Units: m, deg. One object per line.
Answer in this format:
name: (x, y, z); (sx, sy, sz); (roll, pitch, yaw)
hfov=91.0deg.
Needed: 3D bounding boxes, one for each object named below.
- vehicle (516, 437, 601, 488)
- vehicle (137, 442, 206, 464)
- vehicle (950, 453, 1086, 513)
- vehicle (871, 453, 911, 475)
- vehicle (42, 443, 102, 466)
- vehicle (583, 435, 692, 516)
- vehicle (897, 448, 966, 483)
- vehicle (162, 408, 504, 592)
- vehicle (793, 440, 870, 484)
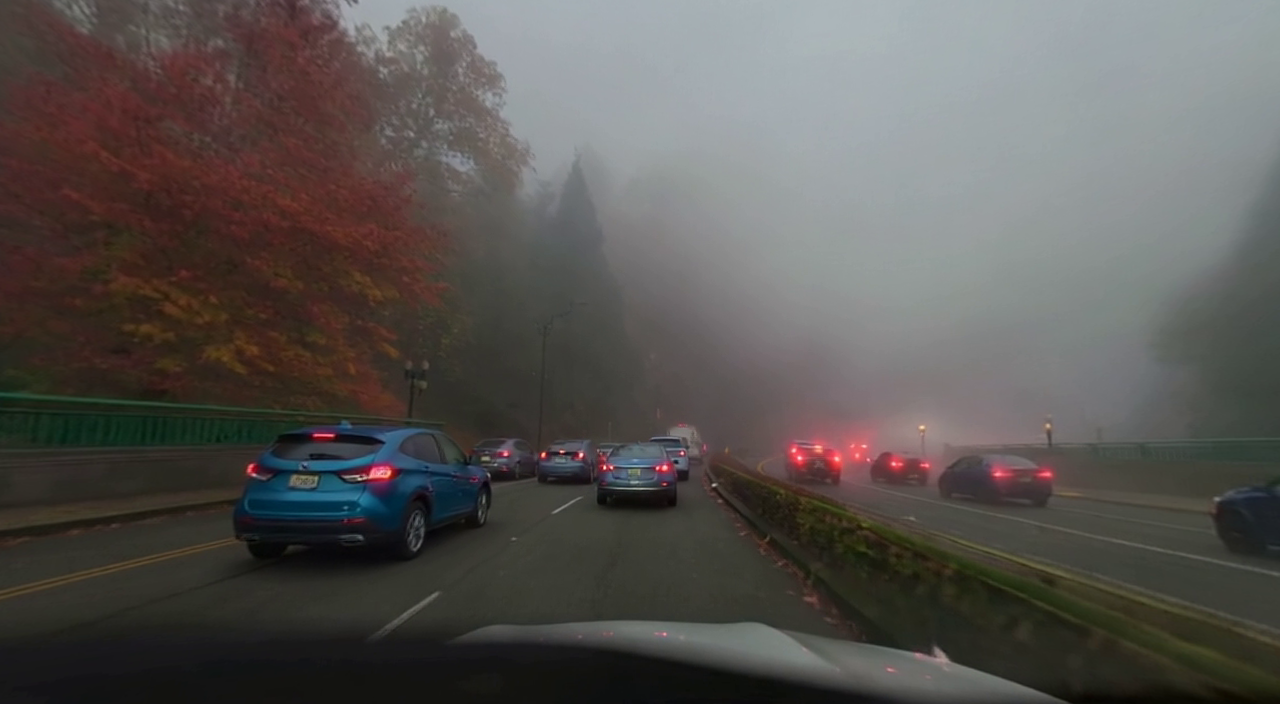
vehicle: (-2.715, 3.813, 22.075); (1.974, 1.549, 4.603); (0, -8, 5)
vehicle: (-36.493, 7.851, 49.049); (4.051, 1.616, 1.889); (-1, -8, 8)
vehicle: (10.875, 3.754, 18.480); (1.749, 1.481, 3.808); (0, -9, 2)
vehicle: (18.146, 8.091, 45.710); (1.828, 1.479, 4.391); (-1, -9, 10)
vehicle: (-40.018, 7.180, 44.337); (3.667, 1.465, 1.735); (-4, -5, 24)
vehicle: (0.077, 2.689, 14.278); (2.090, 1.506, 4.276); (0, -8, 4)
vehicle: (16.229, 6.310, 35.326); (2.087, 1.745, 4.673); (0, -9, 7)
vehicle: (-3.277, 1.665, 7.934); (1.988, 1.635, 4.260); (0, -8, 2)
vehicle: (7.351, 4.244, 24.646); (1.944, 1.544, 4.301); (0, -9, 4)
